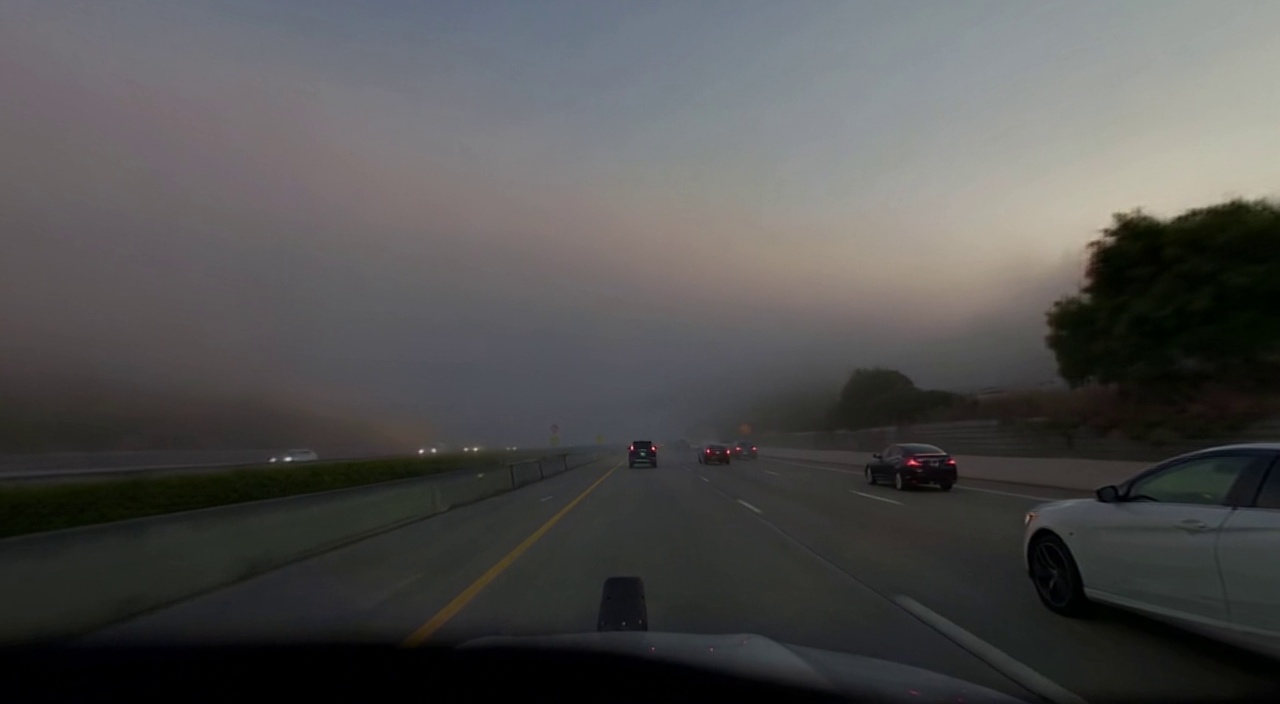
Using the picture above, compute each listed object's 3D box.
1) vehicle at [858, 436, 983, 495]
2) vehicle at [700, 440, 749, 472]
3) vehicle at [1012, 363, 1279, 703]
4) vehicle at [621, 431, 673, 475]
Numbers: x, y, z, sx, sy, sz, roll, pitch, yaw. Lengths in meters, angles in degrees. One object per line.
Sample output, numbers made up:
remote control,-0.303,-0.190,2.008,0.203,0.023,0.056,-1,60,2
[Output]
vehicle,8.149,3.307,18.810,1.810,1.516,4.183,0,-8,0
vehicle,4.211,5.234,31.983,1.825,1.487,4.034,0,-8,-1
vehicle,3.780,0.841,2.474,2.003,1.661,4.418,-1,-8,2
vehicle,0.279,4.535,28.524,2.189,1.852,4.038,0,-8,0
